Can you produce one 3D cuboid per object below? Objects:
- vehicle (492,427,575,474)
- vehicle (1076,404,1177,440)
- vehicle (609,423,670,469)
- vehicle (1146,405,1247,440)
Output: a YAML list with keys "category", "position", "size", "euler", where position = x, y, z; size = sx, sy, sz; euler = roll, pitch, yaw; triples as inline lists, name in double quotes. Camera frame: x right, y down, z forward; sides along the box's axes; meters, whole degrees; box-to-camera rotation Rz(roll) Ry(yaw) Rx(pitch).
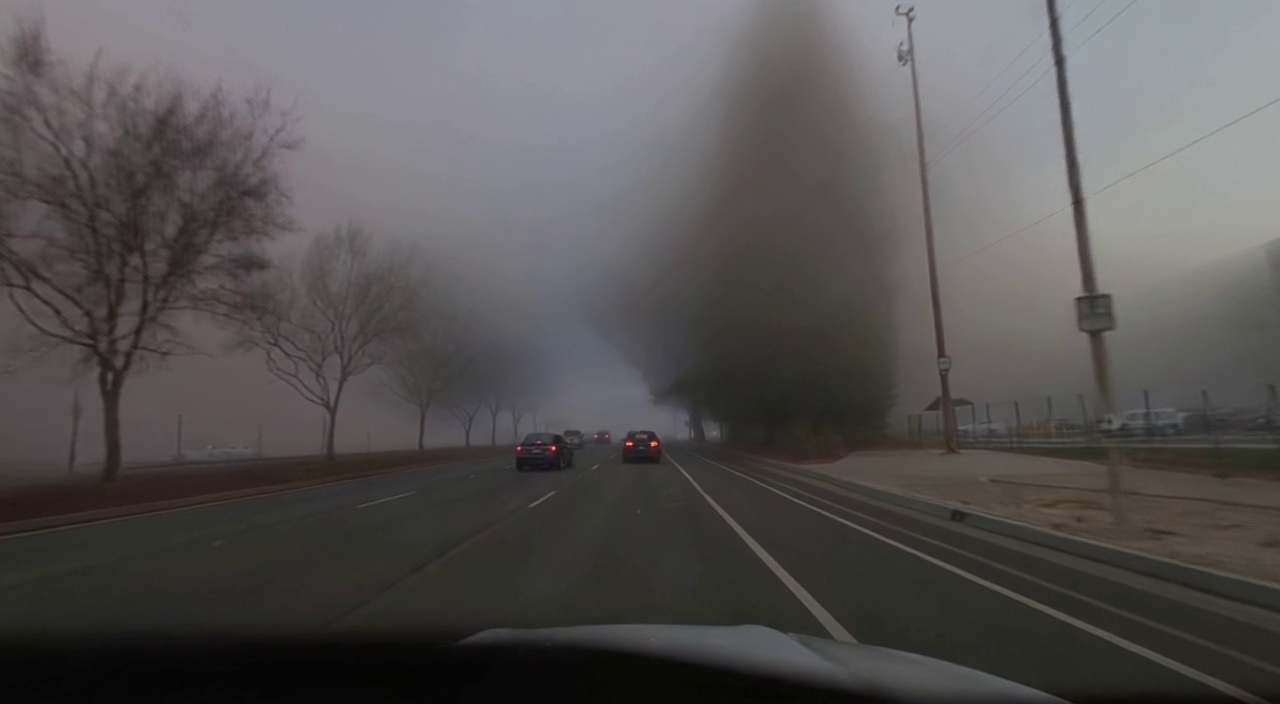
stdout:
- category: "vehicle"
  position: [-3.627, 3.476, 22.479]
  size: [1.942, 1.462, 4.905]
  euler: [-1, -8, 2]
- category: "vehicle"
  position: [21.991, 3.262, 28.754]
  size: [1.833, 1.471, 4.656]
  euler: [-2, -8, 14]
- category: "vehicle"
  position: [-0.014, 3.730, 25.049]
  size: [2.199, 1.652, 4.101]
  euler: [0, -8, 0]
- category: "vehicle"
  position: [24.473, 3.175, 27.901]
  size: [1.741, 1.416, 3.831]
  euler: [-2, -8, 15]
